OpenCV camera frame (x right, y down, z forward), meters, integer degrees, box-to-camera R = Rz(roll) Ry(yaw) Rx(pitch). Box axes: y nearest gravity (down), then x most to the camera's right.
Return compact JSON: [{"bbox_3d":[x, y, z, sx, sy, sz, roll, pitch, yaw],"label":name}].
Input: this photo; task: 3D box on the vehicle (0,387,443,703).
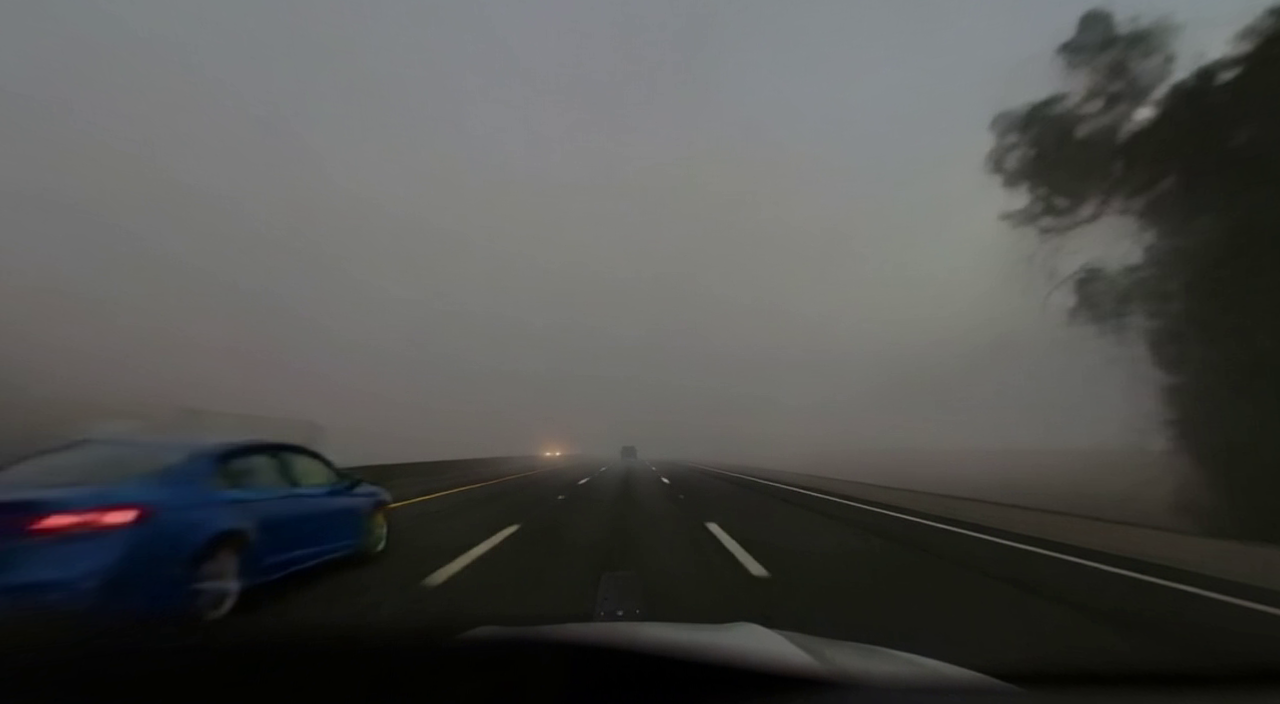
[{"bbox_3d":[-3.312,1.278,4.876,2.069,1.573,4.589,0,-9,0],"label":"vehicle"}]
